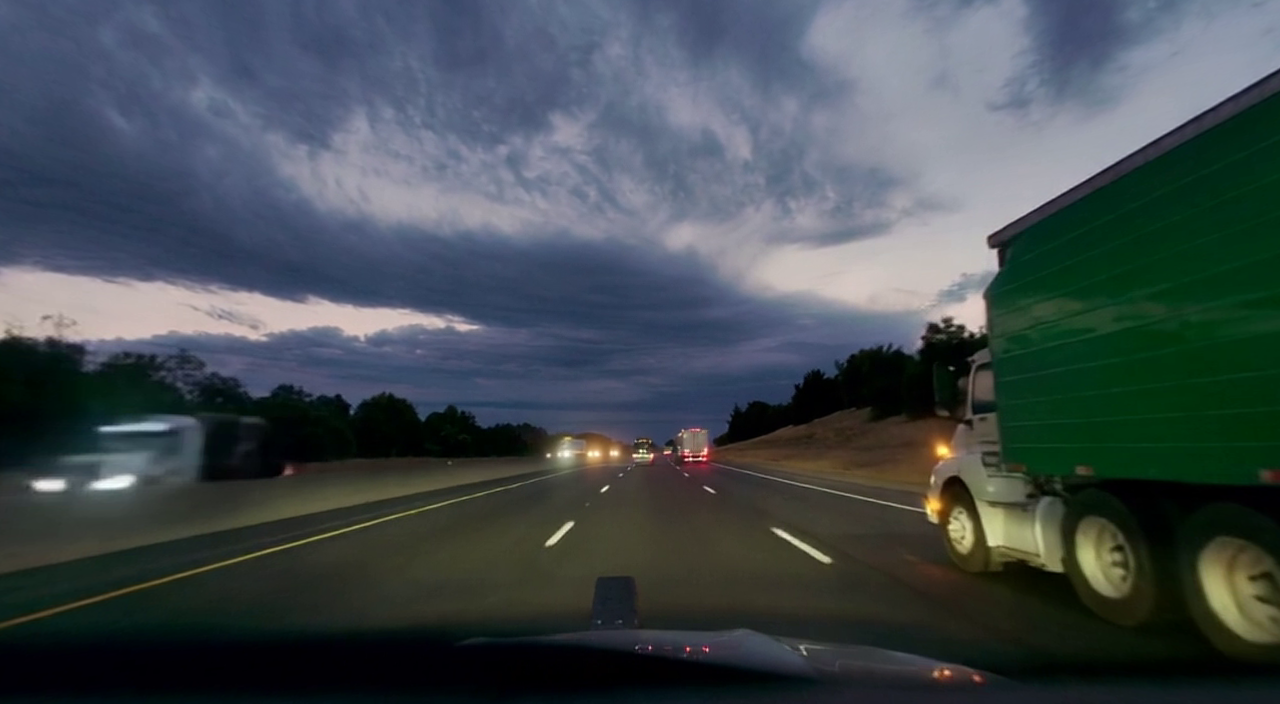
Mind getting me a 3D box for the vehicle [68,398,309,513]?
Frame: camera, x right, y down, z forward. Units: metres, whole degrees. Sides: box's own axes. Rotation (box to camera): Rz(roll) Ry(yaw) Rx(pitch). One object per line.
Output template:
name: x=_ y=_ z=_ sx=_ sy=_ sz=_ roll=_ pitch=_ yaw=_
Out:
vehicle: x=-14.653 y=3.462 z=21.464 sx=2.649 sy=3.227 sz=7.156 roll=0 pitch=-9 yaw=1
